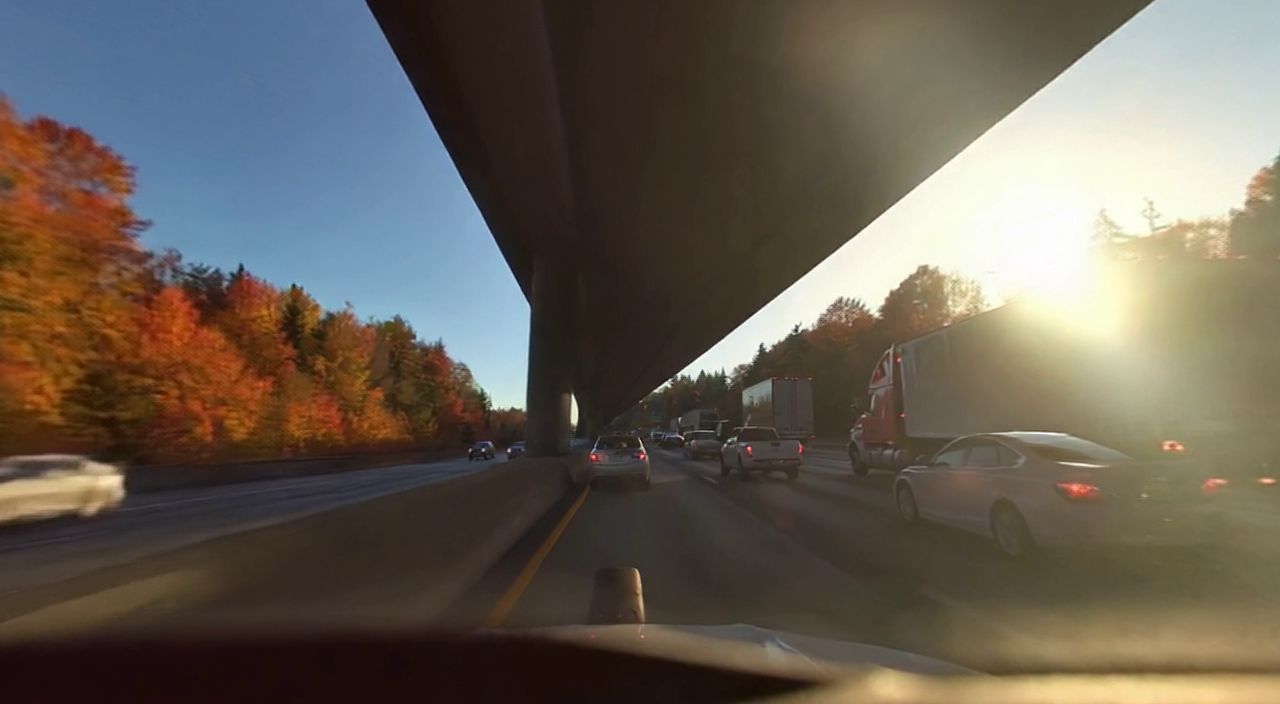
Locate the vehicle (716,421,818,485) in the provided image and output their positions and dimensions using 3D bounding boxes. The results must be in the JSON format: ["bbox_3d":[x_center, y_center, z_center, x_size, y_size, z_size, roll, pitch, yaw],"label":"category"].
[{"bbox_3d":[3.680,2.994,19.015,2.147,1.707,3.963,0,-8,-2],"label":"vehicle"}]

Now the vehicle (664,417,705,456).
[{"bbox_3d":[3.155,6.157,45.783,2.395,2.656,6.037,0,-8,-1],"label":"vehicle"}]

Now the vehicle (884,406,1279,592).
[{"bbox_3d":[4.716,1.490,7.301,2.040,1.523,4.068,0,-8,-1],"label":"vehicle"}]

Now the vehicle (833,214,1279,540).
[{"bbox_3d":[8.402,1.194,14.881,2.908,4.099,14.103,0,-8,-1],"label":"vehicle"}]

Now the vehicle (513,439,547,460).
[{"bbox_3d":[-8.629,7.651,49.509,1.921,1.533,4.091,0,-8,0],"label":"vehicle"}]

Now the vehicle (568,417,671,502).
[{"bbox_3d":[-0.456,2.476,14.973,2.087,1.709,4.455,0,-8,-1],"label":"vehicle"}]

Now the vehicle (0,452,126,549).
[{"bbox_3d":[-11.344,2.517,10.727,1.874,1.504,3.847,0,-8,0],"label":"vehicle"}]
